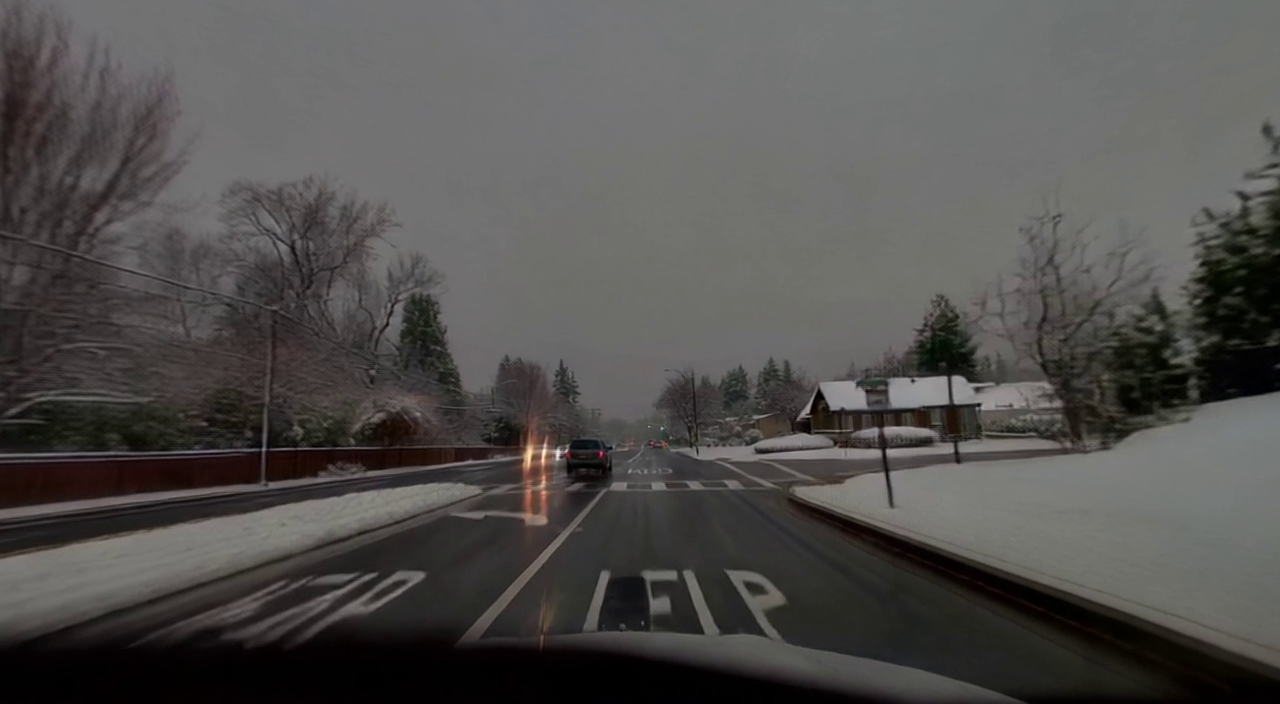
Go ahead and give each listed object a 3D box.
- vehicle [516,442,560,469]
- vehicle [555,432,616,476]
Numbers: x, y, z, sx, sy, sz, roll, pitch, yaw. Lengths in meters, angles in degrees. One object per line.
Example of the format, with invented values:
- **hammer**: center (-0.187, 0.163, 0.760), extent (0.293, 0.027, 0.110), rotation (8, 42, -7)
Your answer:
- **vehicle**: center (-5.992, 6.149, 37.575), extent (1.972, 1.514, 4.241), rotation (1, -8, -1)
- **vehicle**: center (-2.301, 4.463, 27.856), extent (2.190, 1.766, 4.394), rotation (0, -8, 2)
